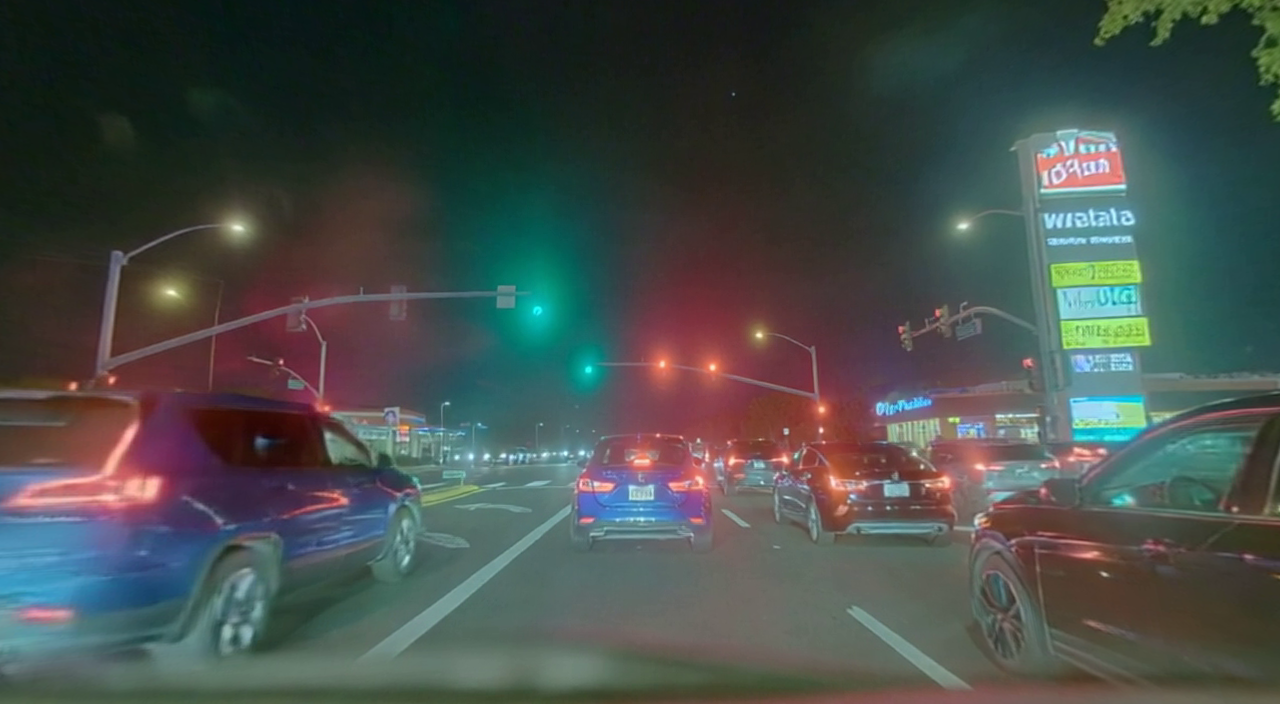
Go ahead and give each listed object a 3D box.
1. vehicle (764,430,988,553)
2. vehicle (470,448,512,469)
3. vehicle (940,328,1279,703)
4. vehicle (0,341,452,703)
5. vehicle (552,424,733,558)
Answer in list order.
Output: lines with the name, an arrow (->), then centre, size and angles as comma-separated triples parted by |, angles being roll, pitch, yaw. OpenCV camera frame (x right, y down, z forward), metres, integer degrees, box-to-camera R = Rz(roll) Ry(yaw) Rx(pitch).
vehicle -> 3.345, 2.049, 9.972 | 1.865, 1.496, 4.170 | 0, -9, -1
vehicle -> -11.240, 8.021, 47.877 | 2.099, 1.478, 4.411 | 0, -9, 0
vehicle -> 3.005, 0.759, 1.916 | 2.075, 1.661, 4.401 | -1, -9, 1
vehicle -> -3.427, 1.212, 5.235 | 2.257, 1.823, 4.777 | 0, -9, 0
vehicle -> 0.022, 1.942, 9.471 | 2.154, 1.577, 3.723 | 0, -9, 0
